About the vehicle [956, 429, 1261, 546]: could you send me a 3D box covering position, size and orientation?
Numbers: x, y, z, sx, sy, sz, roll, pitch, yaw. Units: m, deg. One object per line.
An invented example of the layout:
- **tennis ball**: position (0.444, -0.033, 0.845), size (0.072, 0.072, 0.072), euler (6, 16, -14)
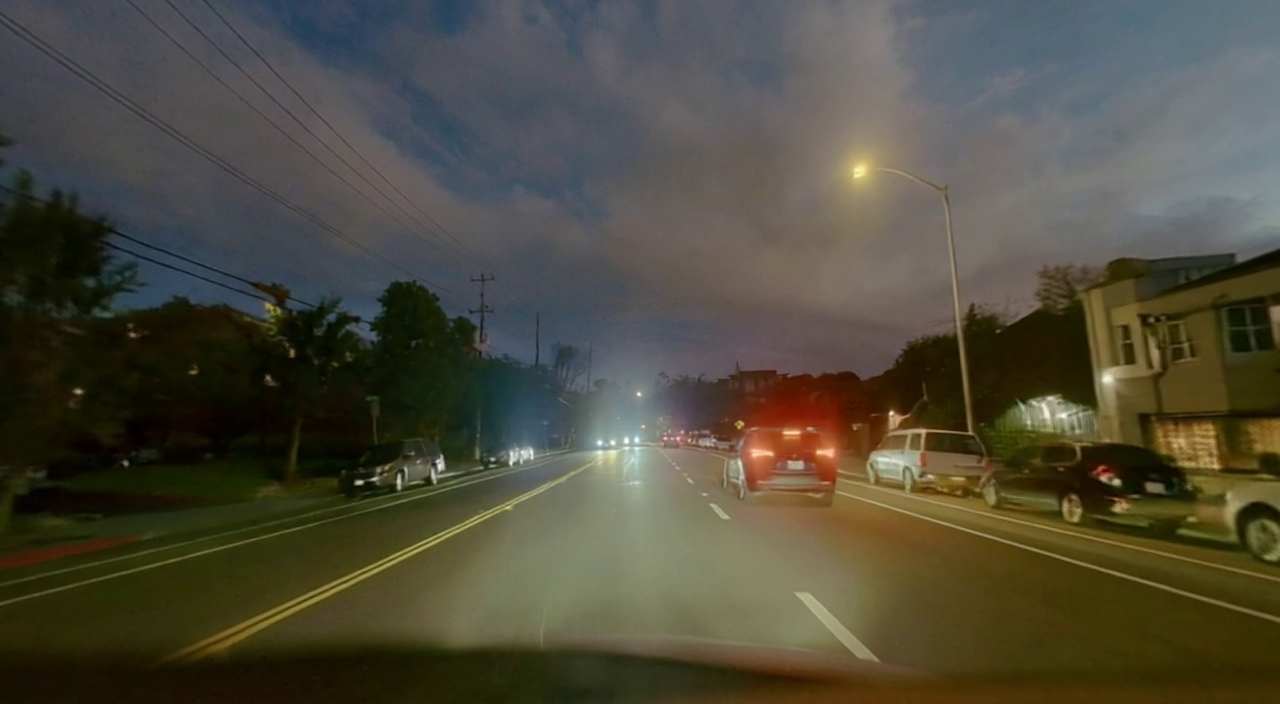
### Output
- **vehicle**: position (7.582, 2.199, 10.979), size (1.862, 1.492, 4.571), euler (3, -8, 0)

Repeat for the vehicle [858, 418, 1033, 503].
- **vehicle**: position (7.954, 2.882, 17.215), size (2.133, 1.911, 5.455), euler (-1, -8, 2)

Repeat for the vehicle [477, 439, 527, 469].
- **vehicle**: position (-8.905, 6.610, 41.105), size (2.228, 1.825, 4.522), euler (0, -8, -1)

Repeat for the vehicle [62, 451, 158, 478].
- **vehicle**: position (-32.001, 6.775, 38.247), size (1.746, 1.479, 4.603), euler (-1, -8, 1)

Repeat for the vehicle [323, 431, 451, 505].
- **vehicle**: position (-8.917, 4.036, 22.850), size (2.419, 2.087, 5.334), euler (-3, -6, 0)

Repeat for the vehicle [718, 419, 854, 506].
- **vehicle**: position (3.184, 2.532, 14.884), size (2.004, 1.704, 4.573), euler (0, -8, -1)
